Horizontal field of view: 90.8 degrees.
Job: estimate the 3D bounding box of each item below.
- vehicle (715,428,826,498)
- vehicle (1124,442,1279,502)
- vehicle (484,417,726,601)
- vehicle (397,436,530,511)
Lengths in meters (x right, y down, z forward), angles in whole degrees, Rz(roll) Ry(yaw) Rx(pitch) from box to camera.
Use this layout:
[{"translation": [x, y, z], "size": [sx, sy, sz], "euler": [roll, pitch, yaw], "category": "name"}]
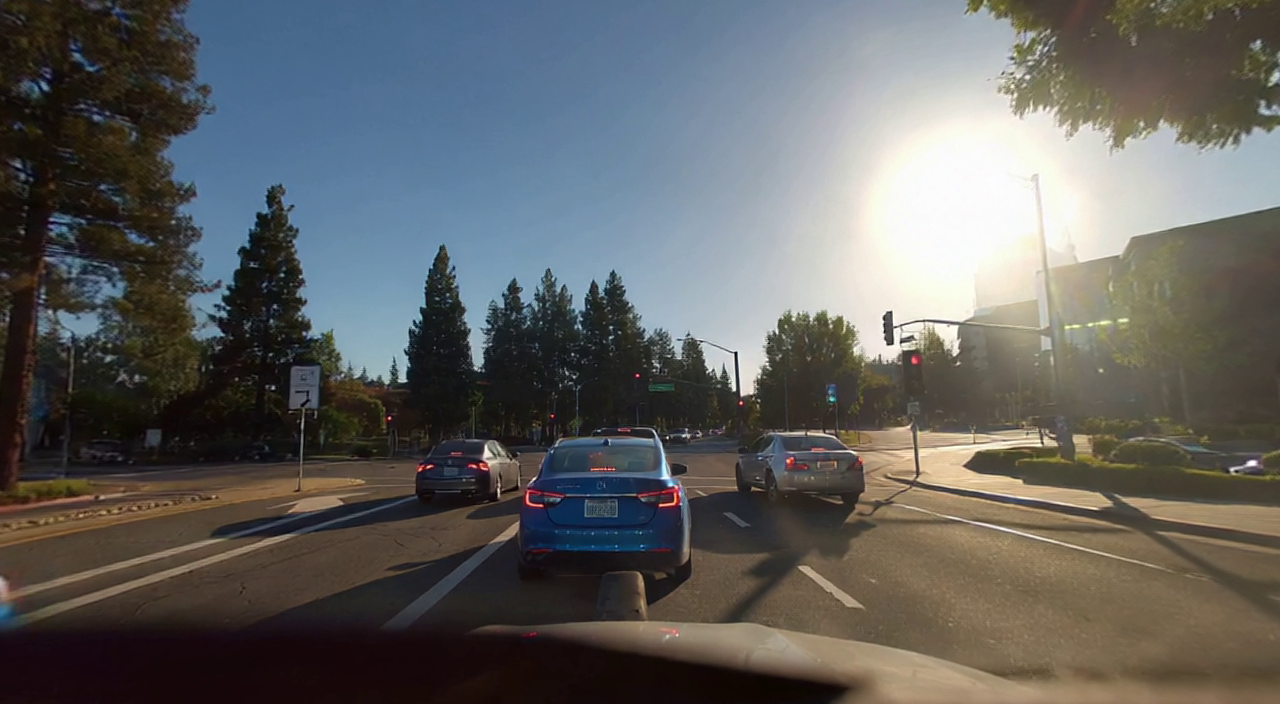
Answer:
[{"translation": [3.428, 3.011, 17.502], "size": [2.028, 1.678, 4.220], "euler": [0, -8, -2], "category": "vehicle"}, {"translation": [15.183, 3.032, 16.267], "size": [3.951, 1.418, 1.842], "euler": [0, -8, -3], "category": "vehicle"}, {"translation": [-0.355, 1.640, 7.503], "size": [2.045, 1.533, 4.183], "euler": [0, -8, -2], "category": "vehicle"}, {"translation": [-3.779, 2.657, 14.273], "size": [1.998, 1.452, 3.773], "euler": [0, -8, -1], "category": "vehicle"}]
